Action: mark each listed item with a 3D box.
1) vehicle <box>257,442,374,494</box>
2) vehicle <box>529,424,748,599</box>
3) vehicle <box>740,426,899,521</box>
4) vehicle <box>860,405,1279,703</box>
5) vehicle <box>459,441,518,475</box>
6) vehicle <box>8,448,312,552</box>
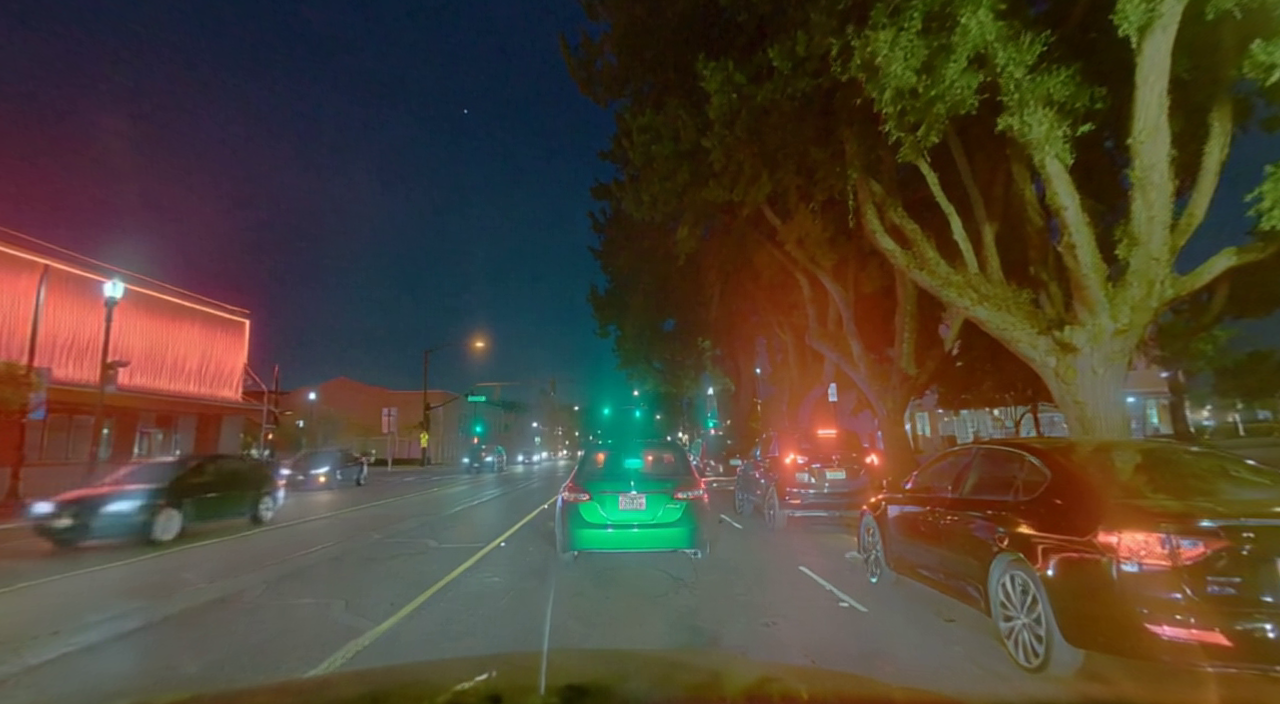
[{"bbox_3d":[-12.048,4.310,23.861,2.004,1.732,4.530,0,-9,0],"label":"vehicle"},{"bbox_3d":[-0.022,1.652,7.303,1.887,1.487,3.535,0,-9,0],"label":"vehicle"},{"bbox_3d":[3.533,2.479,13.423,2.025,1.660,4.263,0,-9,-1],"label":"vehicle"},{"bbox_3d":[3.312,1.252,4.487,1.988,1.480,4.195,0,-9,0],"label":"vehicle"},{"bbox_3d":[-8.110,5.719,34.243,2.079,1.695,4.374,0,-9,0],"label":"vehicle"},{"bbox_3d":[-7.929,2.432,11.131,1.991,1.433,4.261,0,-9,0],"label":"vehicle"}]
